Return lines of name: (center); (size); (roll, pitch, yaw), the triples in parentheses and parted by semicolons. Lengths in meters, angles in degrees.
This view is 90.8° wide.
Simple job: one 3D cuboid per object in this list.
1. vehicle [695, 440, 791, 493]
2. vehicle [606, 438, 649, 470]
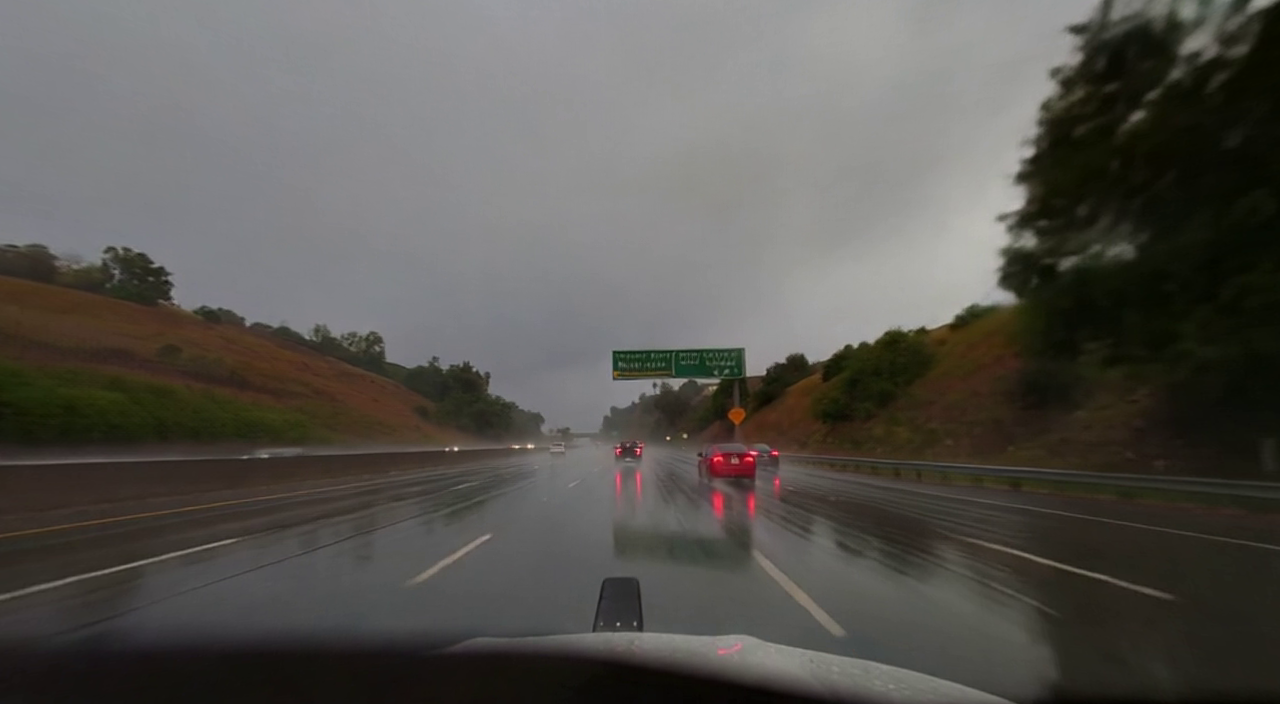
vehicle: (3.117, 3.581, 20.226); (2.120, 1.492, 4.734); (0, -8, -2)
vehicle: (-0.665, 5.663, 35.174); (2.277, 1.675, 4.023); (0, -8, -1)
